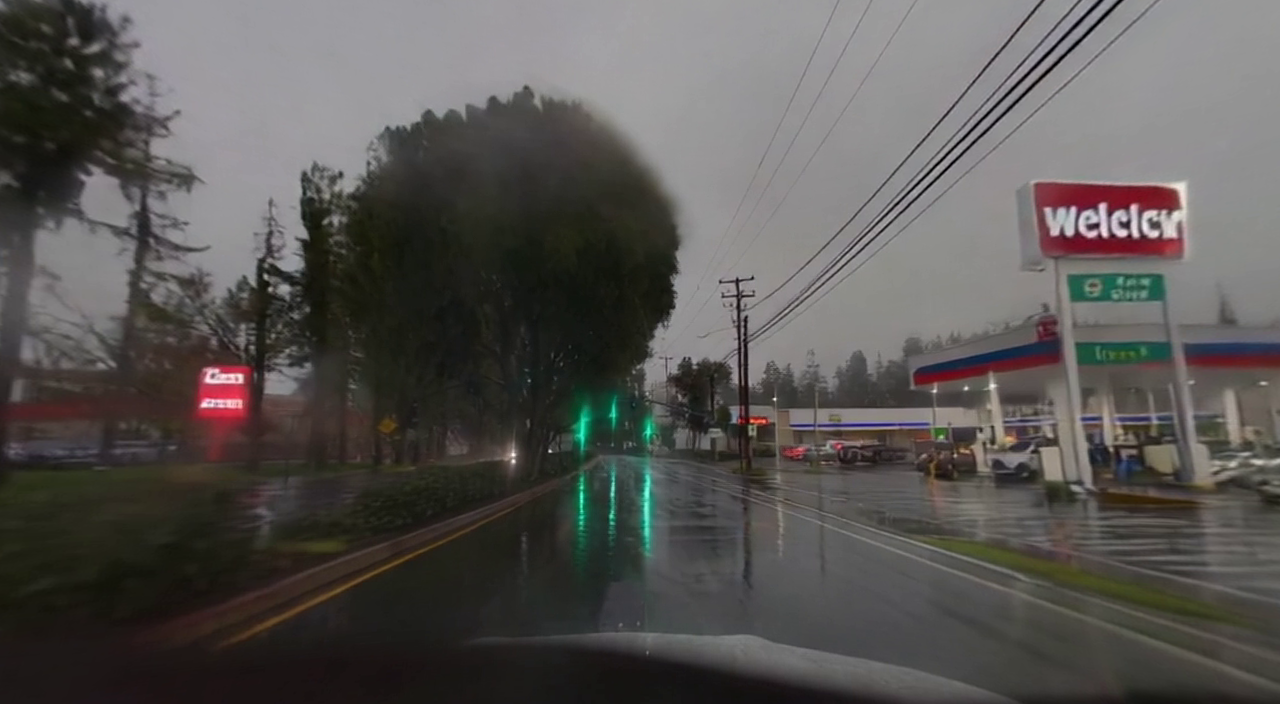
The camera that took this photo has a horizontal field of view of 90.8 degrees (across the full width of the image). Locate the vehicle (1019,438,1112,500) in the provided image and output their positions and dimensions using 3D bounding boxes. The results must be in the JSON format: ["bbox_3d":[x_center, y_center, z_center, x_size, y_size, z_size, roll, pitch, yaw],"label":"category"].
[{"bbox_3d":[14.391,3.971,21.654,2.086,1.845,4.694,-5,-11,28],"label":"vehicle"}]

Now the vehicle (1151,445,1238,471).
[{"bbox_3d":[41.268,7.903,47.114,4.406,1.781,2.092,0,-10,1],"label":"vehicle"}]

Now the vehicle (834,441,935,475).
[{"bbox_3d":[14.110,6.151,36.712,4.996,1.720,2.027,1,-9,2],"label":"vehicle"}]
